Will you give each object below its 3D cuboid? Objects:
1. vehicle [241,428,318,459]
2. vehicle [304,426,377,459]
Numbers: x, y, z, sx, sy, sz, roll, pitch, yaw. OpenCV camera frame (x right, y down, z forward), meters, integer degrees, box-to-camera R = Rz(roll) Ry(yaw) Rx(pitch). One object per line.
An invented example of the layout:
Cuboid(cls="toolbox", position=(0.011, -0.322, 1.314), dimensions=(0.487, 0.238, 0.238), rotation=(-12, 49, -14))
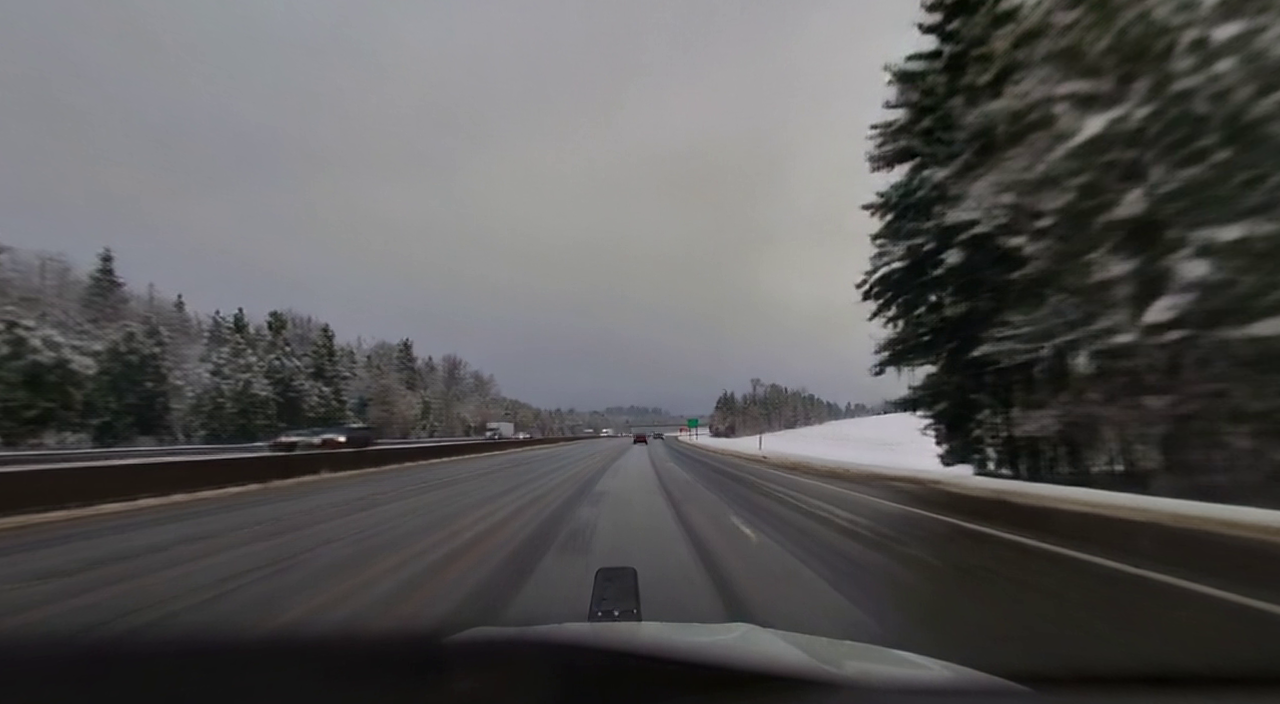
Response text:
Cuboid(cls="vehicle", position=(-24.054, 6.115, 42.315), dimensions=(2.073, 1.974, 5.139), rotation=(0, -8, 1))
Cuboid(cls="vehicle", position=(-19.646, 5.951, 41.655), dimensions=(2.086, 1.974, 5.436), rotation=(0, -8, 0))
